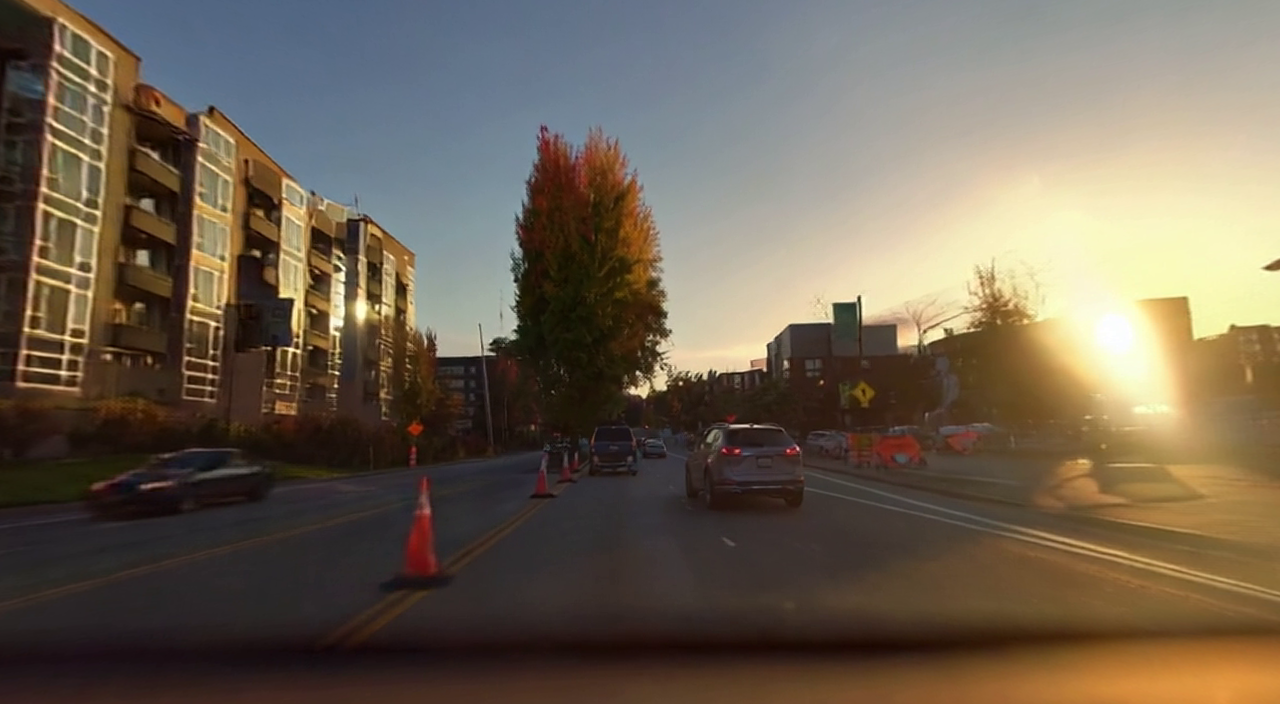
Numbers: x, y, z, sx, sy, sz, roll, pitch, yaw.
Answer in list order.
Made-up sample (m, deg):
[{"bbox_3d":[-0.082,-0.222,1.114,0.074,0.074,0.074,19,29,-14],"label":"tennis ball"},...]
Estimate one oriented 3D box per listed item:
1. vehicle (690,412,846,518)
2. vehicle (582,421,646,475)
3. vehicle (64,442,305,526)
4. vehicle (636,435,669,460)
[{"bbox_3d":[2.444,2.369,13.744,2.120,1.828,5.531,0,-8,-2],"label":"vehicle"},{"bbox_3d":[-1.243,4.632,30.475,2.762,2.309,6.723,0,-8,-2],"label":"vehicle"},{"bbox_3d":[-9.515,2.745,13.694,1.997,1.512,4.322,0,-8,0],"label":"vehicle"},{"bbox_3d":[0.895,7.555,49.600,2.187,1.835,5.471,0,-8,-3],"label":"vehicle"}]
